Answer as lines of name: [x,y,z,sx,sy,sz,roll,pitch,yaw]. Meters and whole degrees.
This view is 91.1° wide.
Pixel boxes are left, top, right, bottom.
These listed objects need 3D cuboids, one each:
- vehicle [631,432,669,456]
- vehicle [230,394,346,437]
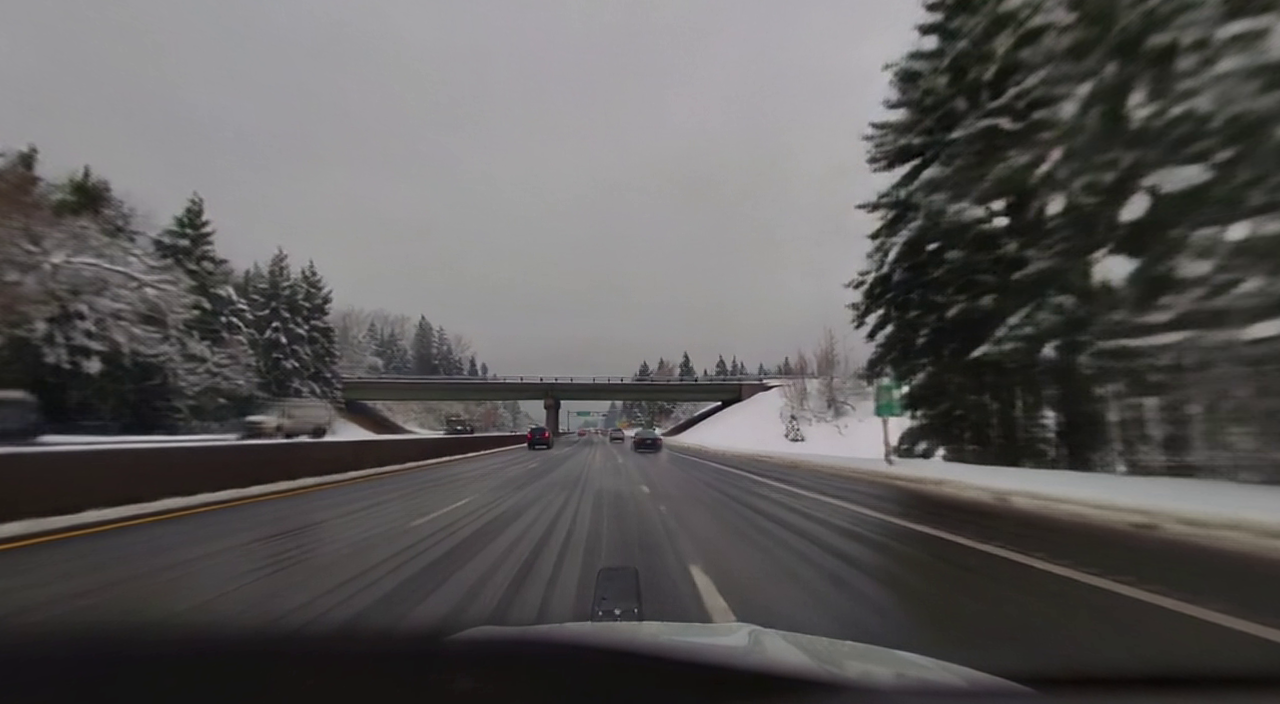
vehicle: [0.545,5.600,38.436,1.999,1.329,3.913,1,-8,-4]
vehicle: [-20.634,3.924,37.492,2.481,2.298,8.313,1,-8,-3]
